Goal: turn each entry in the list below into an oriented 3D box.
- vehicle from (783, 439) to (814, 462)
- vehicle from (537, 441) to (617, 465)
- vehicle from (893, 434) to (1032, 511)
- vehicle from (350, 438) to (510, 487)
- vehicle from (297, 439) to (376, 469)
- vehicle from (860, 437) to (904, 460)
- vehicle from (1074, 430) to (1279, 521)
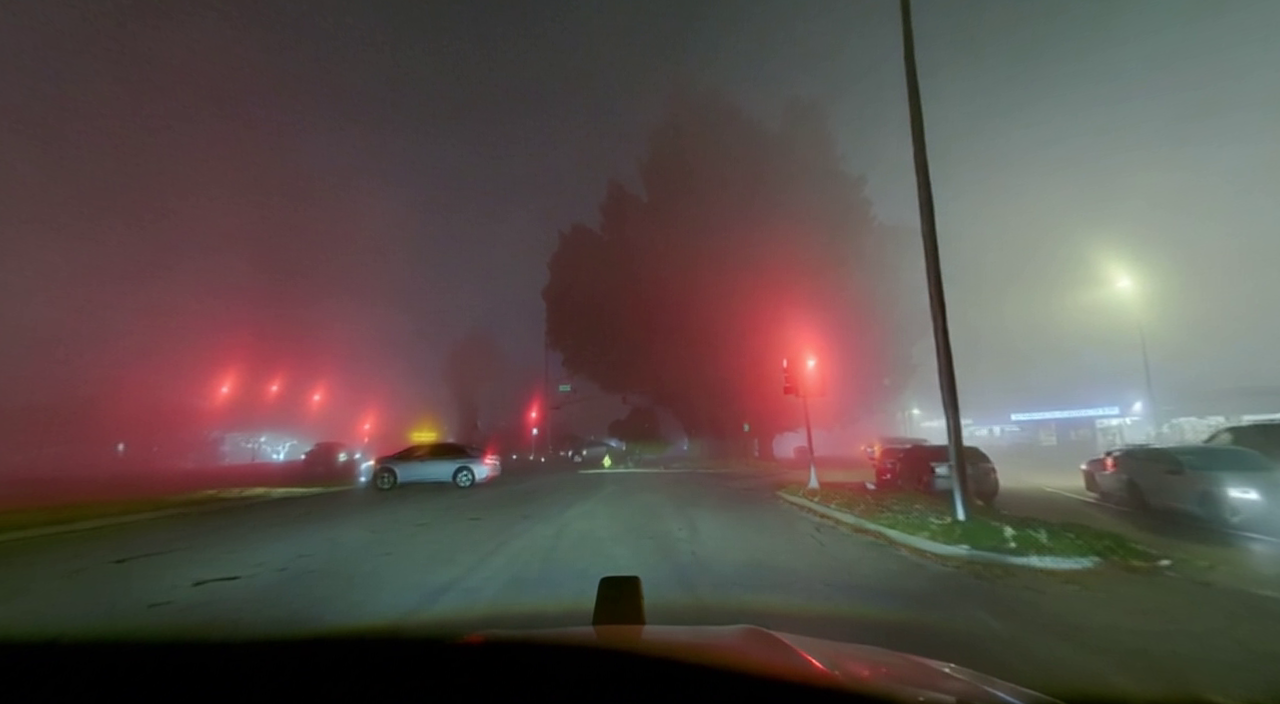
[{"bbox_3d":[11.455,7.122,45.863,2.061,1.519,4.794,-2,-8,13],"label":"vehicle"},{"bbox_3d":[-4.121,6.648,41.624,4.792,1.468,2.116,-2,-9,14],"label":"vehicle"},{"bbox_3d":[7.204,2.684,14.640,1.867,1.479,4.452,-2,-9,14],"label":"vehicle"},{"bbox_3d":[-6.519,3.461,19.951,4.376,1.476,1.791,0,-8,3],"label":"vehicle"},{"bbox_3d":[-19.673,6.635,41.259,2.082,1.779,4.841,-2,-9,11],"label":"vehicle"},{"bbox_3d":[16.764,6.716,43.915,1.951,1.491,4.359,-1,-8,9],"label":"vehicle"},{"bbox_3d":[11.401,2.540,13.604,2.031,1.592,4.470,-3,-9,17],"label":"vehicle"}]
